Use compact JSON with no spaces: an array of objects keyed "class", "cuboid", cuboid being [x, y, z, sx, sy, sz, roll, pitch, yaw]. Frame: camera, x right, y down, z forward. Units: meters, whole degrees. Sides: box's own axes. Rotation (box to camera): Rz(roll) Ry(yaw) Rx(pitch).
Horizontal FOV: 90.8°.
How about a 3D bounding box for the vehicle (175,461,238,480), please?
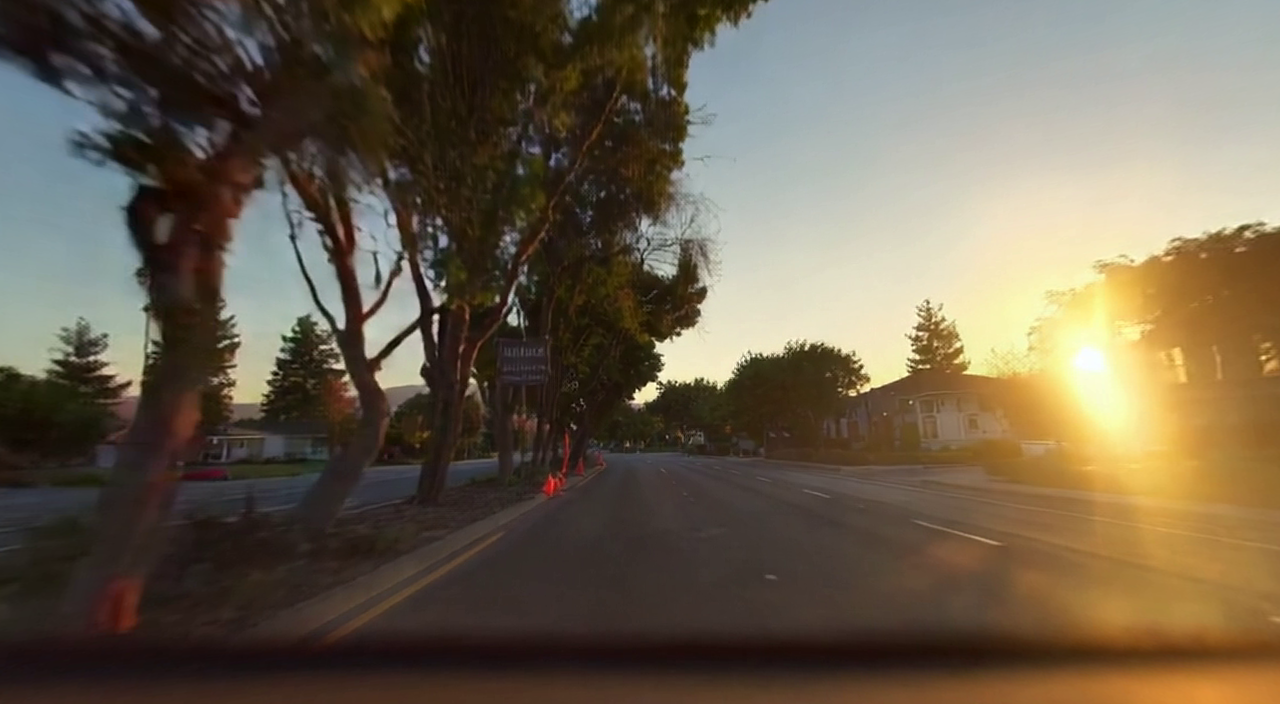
[{"class":"vehicle","cuboid":[-33.639,9.211,49.098,3.512,1.321,1.874,0,-9,-4]}]
